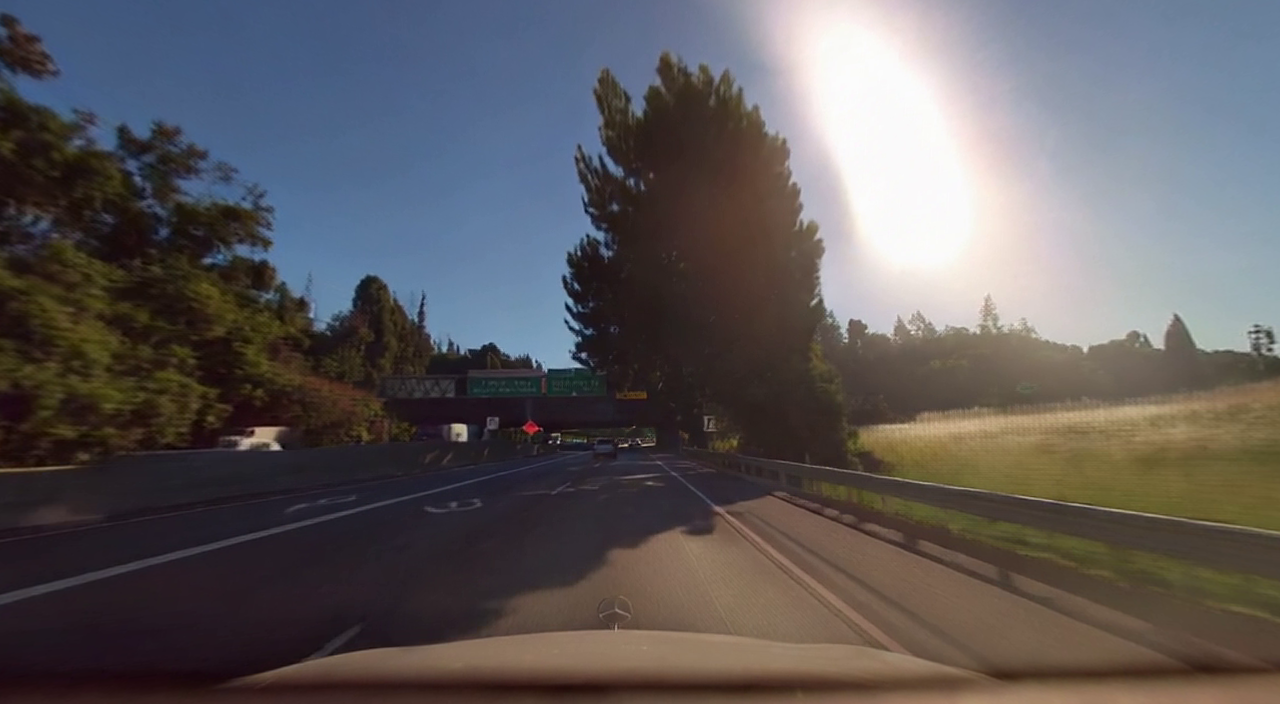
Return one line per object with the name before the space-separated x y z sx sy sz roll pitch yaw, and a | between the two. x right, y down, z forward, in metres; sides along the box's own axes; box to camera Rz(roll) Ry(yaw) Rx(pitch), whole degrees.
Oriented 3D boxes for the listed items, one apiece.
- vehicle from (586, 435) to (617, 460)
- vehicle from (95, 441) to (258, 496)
vehicle | -2.924 7.350 48.520 2.188 1.825 4.282 -1 -8 -2
vehicle | -14.865 3.715 20.588 1.900 1.558 4.499 -1 -8 0
